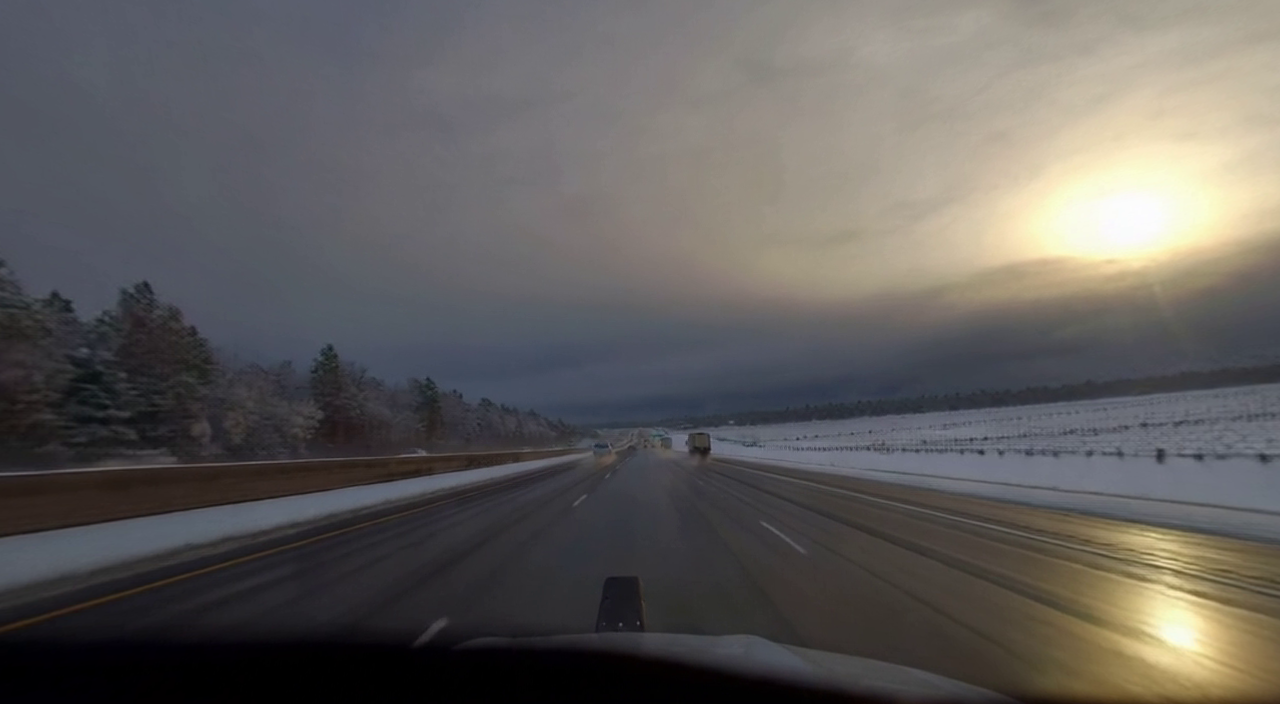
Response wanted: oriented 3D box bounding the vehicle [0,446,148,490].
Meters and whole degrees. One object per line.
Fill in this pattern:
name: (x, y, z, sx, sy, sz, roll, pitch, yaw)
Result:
vehicle: (-24.042, 4.883, 26.942, 1.975, 1.714, 4.818, 0, -9, 1)
